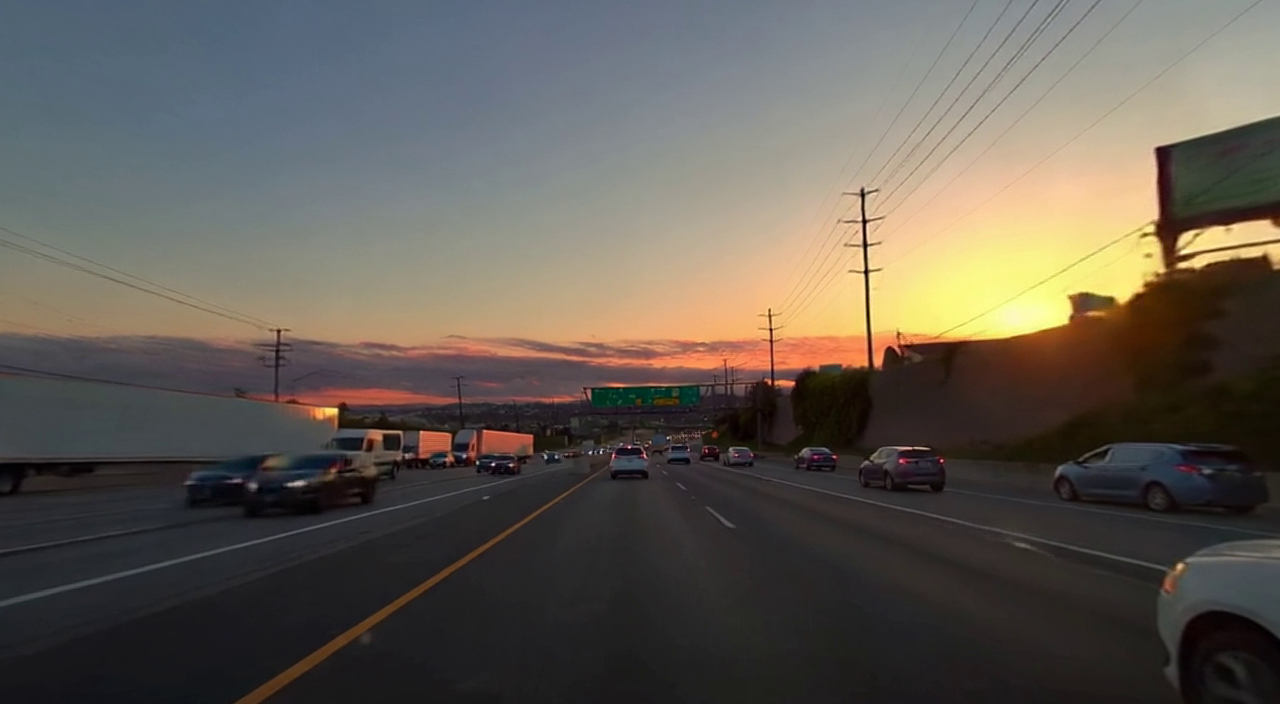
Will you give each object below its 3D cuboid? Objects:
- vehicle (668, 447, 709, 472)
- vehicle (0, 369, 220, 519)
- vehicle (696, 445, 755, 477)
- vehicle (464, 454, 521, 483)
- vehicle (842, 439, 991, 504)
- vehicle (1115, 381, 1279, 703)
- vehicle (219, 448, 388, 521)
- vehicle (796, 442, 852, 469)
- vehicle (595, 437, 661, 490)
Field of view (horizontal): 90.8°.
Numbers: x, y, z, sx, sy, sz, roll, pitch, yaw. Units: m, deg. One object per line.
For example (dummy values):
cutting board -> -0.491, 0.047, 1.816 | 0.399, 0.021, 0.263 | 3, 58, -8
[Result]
vehicle -> 3.002, 6.710, 39.784 | 2.115, 1.481, 3.968 | 0, -9, -2
vehicle -> -18.356, 2.957, 20.128 | 3.068, 3.921, 9.552 | 0, -9, 1
vehicle -> 4.166, 5.360, 31.382 | 1.934, 1.461, 4.368 | 1, -9, -5
vehicle -> -8.253, 6.526, 35.759 | 2.086, 1.477, 4.438 | 0, -9, 1
vehicle -> 7.049, 3.074, 16.689 | 1.958, 1.473, 4.201 | 0, -8, -1
vehicle -> 3.407, 0.719, 1.245 | 1.967, 1.547, 3.777 | 0, -9, 0
vehicle -> -8.069, 3.174, 15.664 | 1.931, 1.541, 4.018 | 0, -9, 0
vehicle -> 11.010, 6.221, 38.060 | 1.901, 1.485, 4.483 | 0, -9, -2
vehicle -> -0.455, 4.204, 24.168 | 2.298, 1.809, 4.359 | 0, -9, -1
